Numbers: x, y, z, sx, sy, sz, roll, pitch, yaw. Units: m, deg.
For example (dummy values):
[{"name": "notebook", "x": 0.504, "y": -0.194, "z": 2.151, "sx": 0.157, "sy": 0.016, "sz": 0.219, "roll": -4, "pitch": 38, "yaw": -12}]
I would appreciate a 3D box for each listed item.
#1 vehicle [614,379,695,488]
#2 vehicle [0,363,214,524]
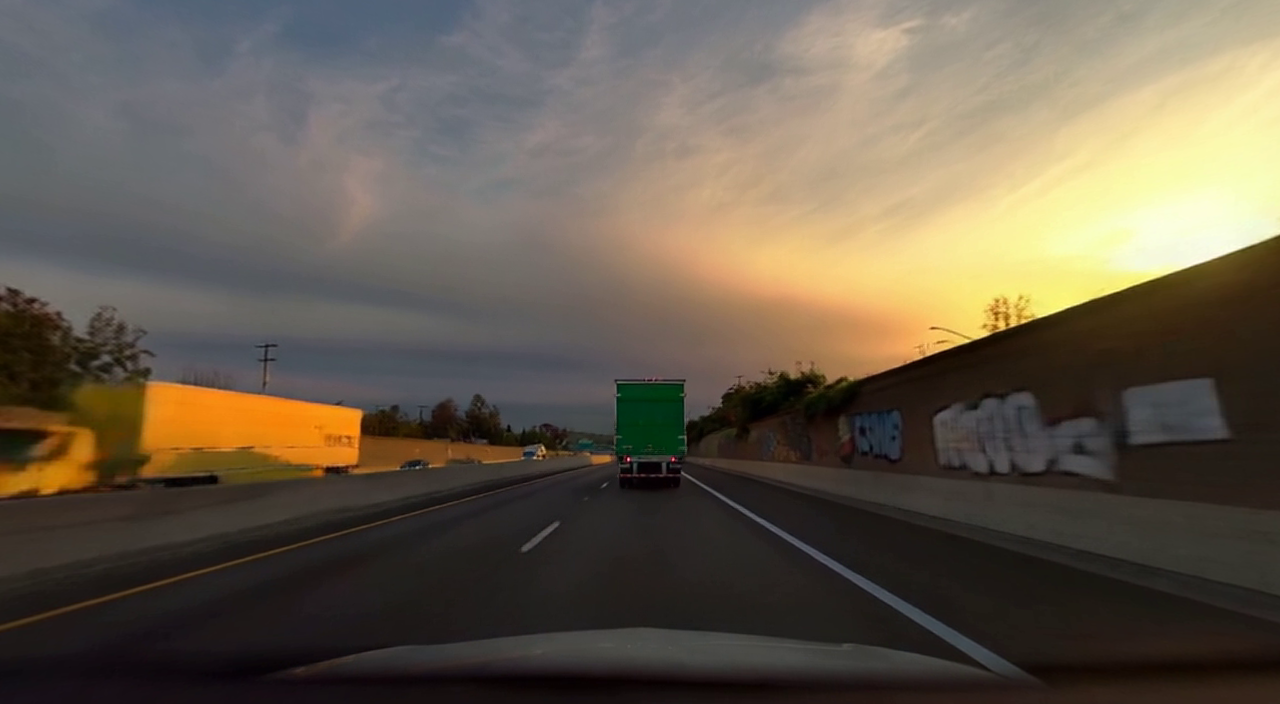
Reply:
[{"name": "vehicle", "x": 0.432, "y": 3.753, "z": 28.125, "sx": 2.900, "sy": 3.955, "sz": 10.151, "roll": 0, "pitch": -9, "yaw": -1}, {"name": "vehicle", "x": -16.285, "y": 2.718, "z": 18.653, "sx": 3.009, "sy": 3.980, "sz": 5.790, "roll": 0, "pitch": -9, "yaw": 1}]
